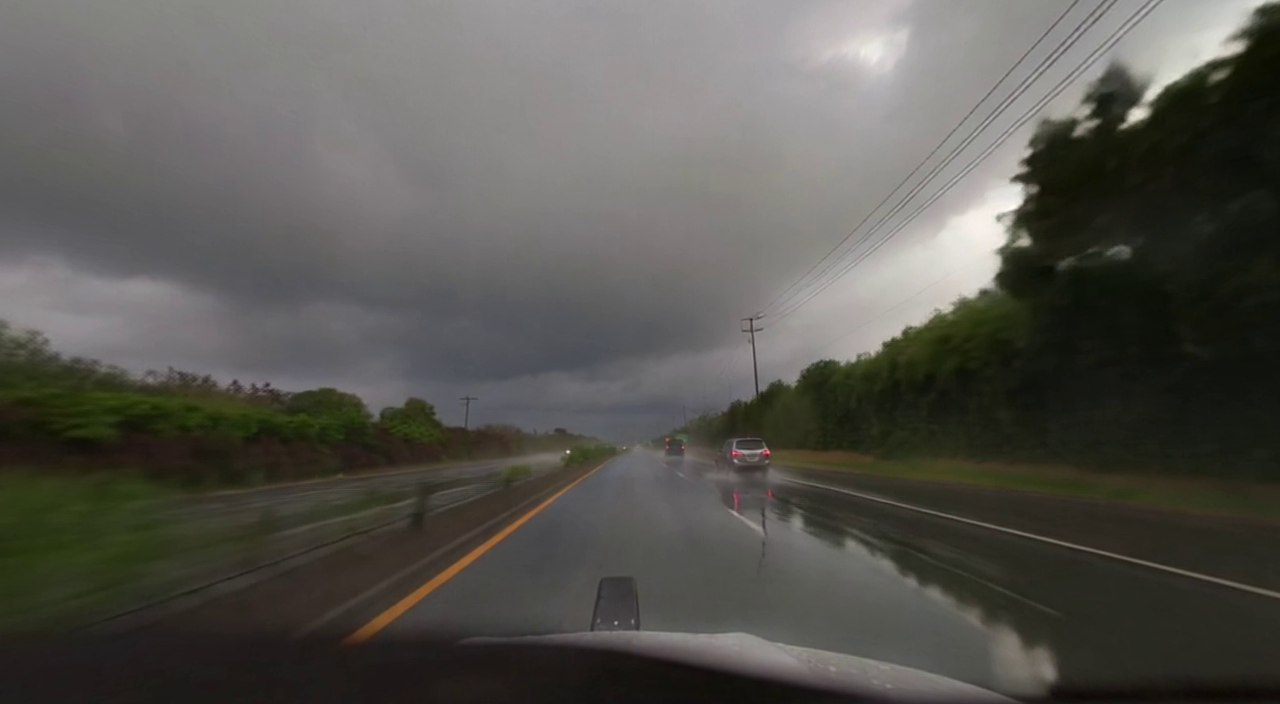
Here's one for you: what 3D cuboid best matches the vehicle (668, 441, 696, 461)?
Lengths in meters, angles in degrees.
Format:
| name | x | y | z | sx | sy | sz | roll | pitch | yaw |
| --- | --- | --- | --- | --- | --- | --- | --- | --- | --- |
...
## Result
| name | x | y | z | sx | sy | sz | roll | pitch | yaw |
| --- | --- | --- | --- | --- | --- | --- | --- | --- | --- |
| vehicle | 3.257 | 7.765 | 49.508 | 1.868 | 1.507 | 3.833 | 0 | -8 | -1 |

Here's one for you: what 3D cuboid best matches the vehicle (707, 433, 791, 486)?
| name | x | y | z | sx | sy | sz | roll | pitch | yaw |
| --- | --- | --- | --- | --- | --- | --- | --- | --- | --- |
| vehicle | 3.576 | 3.597 | 21.498 | 1.977 | 1.581 | 4.428 | 0 | -8 | -1 |
